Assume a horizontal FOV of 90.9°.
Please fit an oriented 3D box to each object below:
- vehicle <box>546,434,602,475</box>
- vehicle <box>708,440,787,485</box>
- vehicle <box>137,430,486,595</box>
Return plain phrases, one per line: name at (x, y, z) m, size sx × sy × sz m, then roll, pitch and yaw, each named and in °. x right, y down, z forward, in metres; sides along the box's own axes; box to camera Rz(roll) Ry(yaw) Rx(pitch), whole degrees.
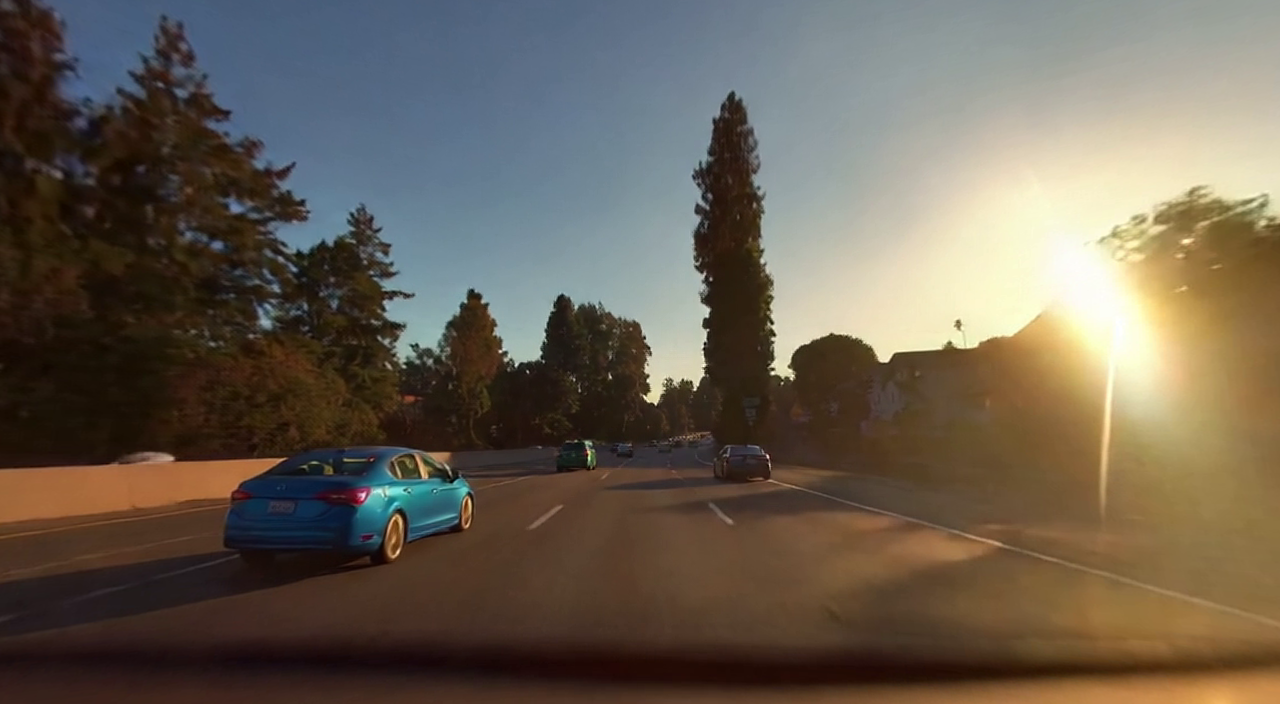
vehicle at (-3.153, 5.047, 31.203) m, size 2.122 × 1.847 × 4.696 m, roll 0°, pitch -9°, yaw 2°
vehicle at (3.812, 3.996, 23.211) m, size 2.100 × 1.472 × 4.533 m, roll 0°, pitch -8°, yaw 0°
vehicle at (-3.539, 1.791, 8.005) m, size 1.948 × 1.475 × 4.461 m, roll 0°, pitch -8°, yaw 1°
